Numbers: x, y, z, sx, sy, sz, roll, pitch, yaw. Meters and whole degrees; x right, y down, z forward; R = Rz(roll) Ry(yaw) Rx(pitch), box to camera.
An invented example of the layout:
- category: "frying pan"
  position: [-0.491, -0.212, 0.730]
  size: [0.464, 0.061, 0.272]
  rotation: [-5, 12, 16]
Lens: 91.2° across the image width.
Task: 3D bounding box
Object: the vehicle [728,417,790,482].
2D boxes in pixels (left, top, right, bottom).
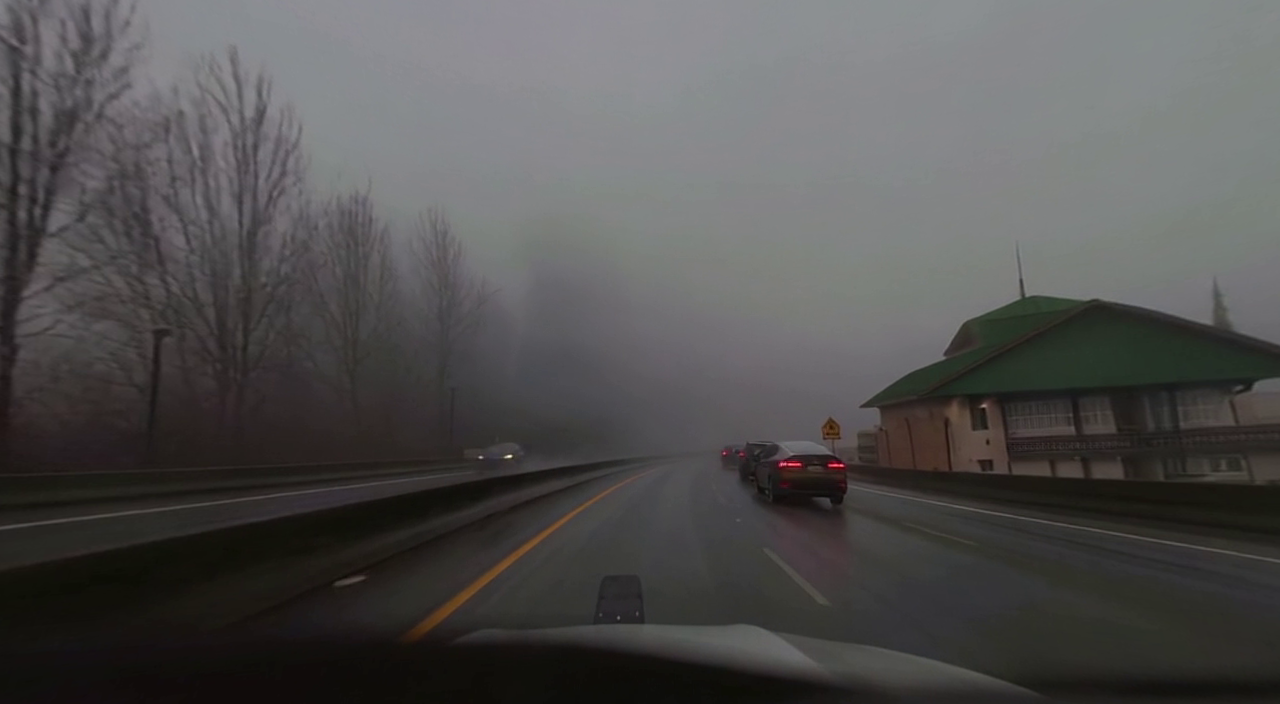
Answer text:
- category: "vehicle"
  position: [5.207, 4.392, 28.245]
  size: [2.200, 2.582, 5.559]
  rotation: [-1, -9, 5]

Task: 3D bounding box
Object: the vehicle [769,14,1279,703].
- category: "vehicle"
  position: [3.659, 0.646, 6.356]
  size: [3.117, 3.818, 6.785]
  rotation: [0, -9, -1]
